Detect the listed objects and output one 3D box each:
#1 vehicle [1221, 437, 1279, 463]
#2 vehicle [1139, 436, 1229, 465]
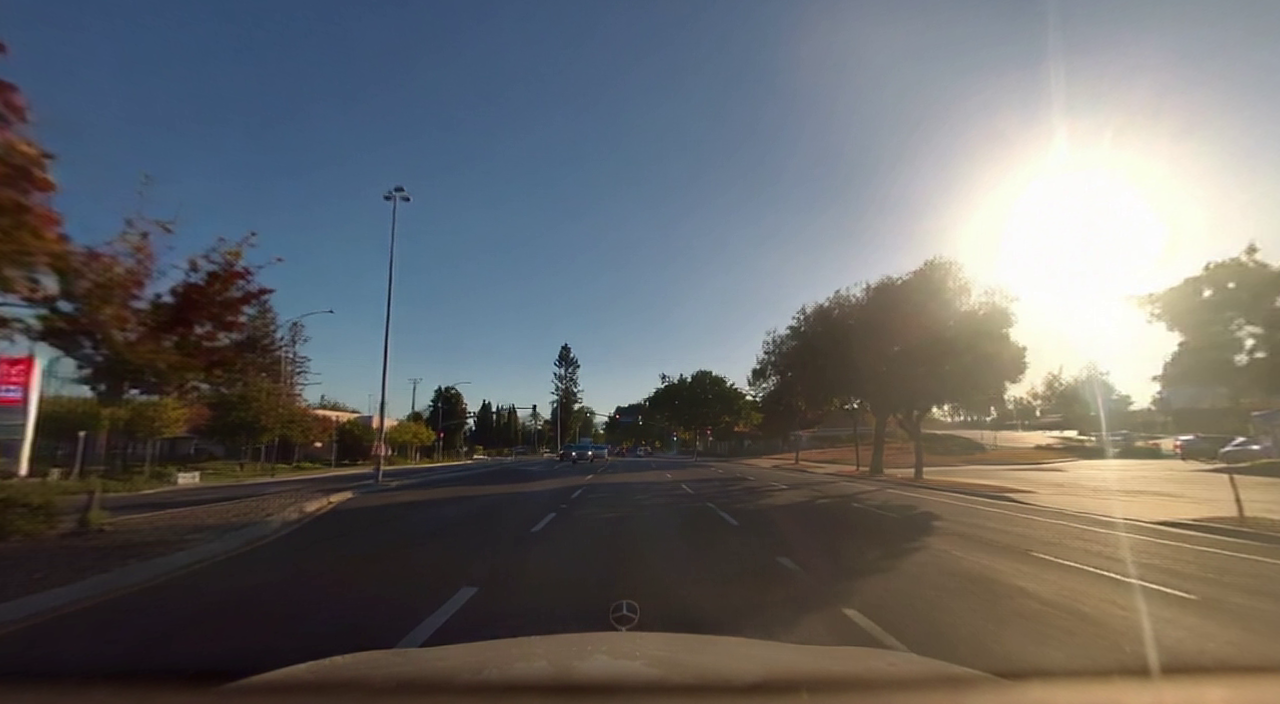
[{"bbox_3d":[36.741,5.731,36.970,1.665,1.442,3.759,0,-8,-4],"label":"vehicle"},{"bbox_3d":[31.076,5.641,36.225,1.591,1.491,4.005,-2,-9,1],"label":"vehicle"}]
